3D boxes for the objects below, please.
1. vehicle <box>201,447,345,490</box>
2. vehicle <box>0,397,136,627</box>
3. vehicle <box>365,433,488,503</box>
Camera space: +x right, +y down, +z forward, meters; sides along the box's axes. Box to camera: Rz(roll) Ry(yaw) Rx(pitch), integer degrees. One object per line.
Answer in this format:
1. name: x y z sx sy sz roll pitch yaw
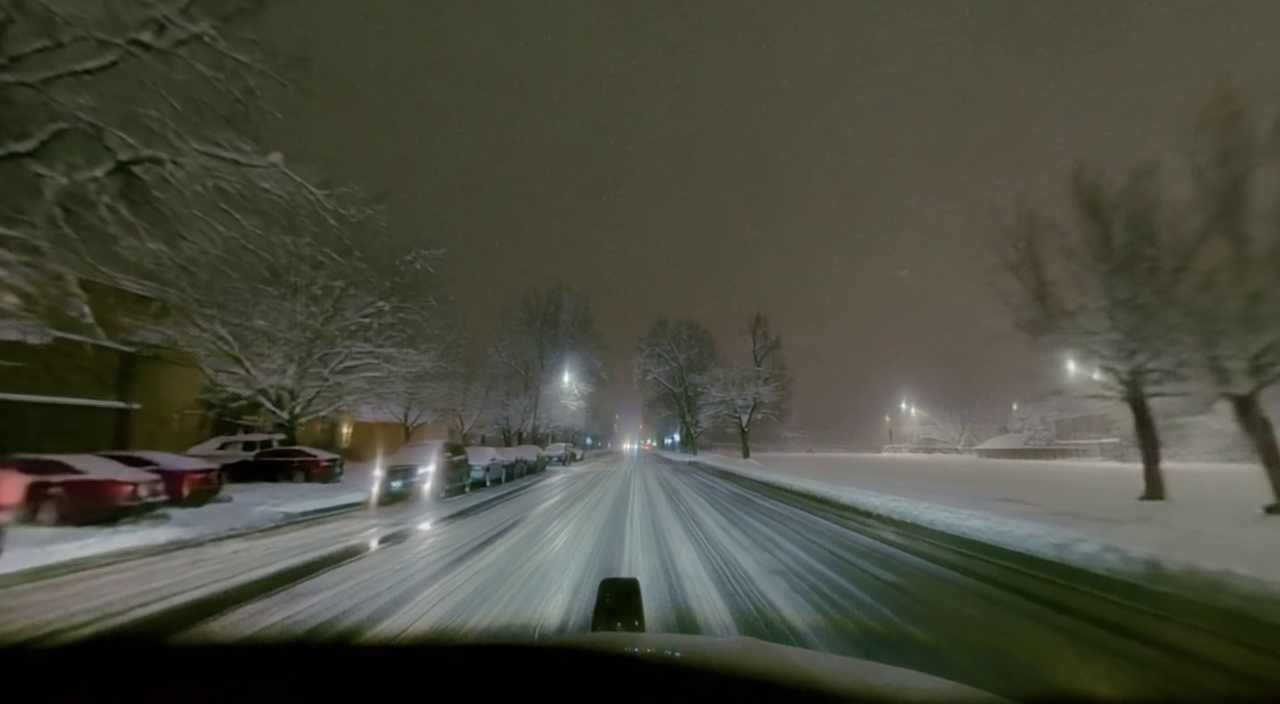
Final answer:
1. vehicle: -14.019 4.449 24.264 4.189 1.450 2.196 -1 -9 0
2. vehicle: -6.467 1.107 3.753 2.350 1.892 5.542 1 -8 -1
3. vehicle: -6.544 3.604 20.065 2.020 1.842 5.116 1 -8 1
